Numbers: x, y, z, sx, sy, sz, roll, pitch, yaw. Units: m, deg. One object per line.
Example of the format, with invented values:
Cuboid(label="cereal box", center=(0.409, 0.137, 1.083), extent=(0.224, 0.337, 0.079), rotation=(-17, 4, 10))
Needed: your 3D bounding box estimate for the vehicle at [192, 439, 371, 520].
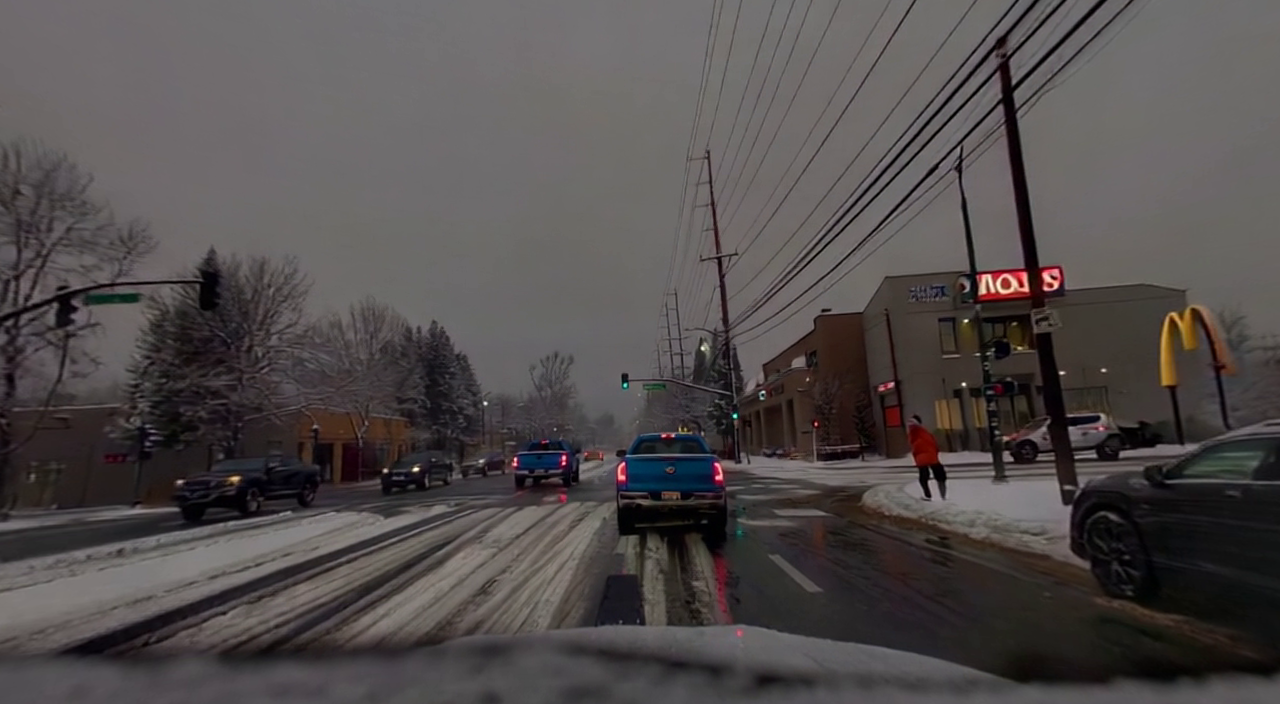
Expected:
Cuboid(label="vehicle", center=(-9.853, 3.509, 18.023), extent=(2.081, 1.925, 5.632), rotation=(1, -9, -4))

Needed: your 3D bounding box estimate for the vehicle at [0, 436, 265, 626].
Cuboid(label="vehicle", center=(-6.263, 1.666, 6.465), extent=(1.994, 1.551, 4.414), rotation=(0, -9, 1))

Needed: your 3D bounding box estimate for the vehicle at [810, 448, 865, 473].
Cuboid(label="vehicle", center=(13.078, 7.221, 42.070), extent=(2.075, 1.556, 4.585), rotation=(1, -9, -2))

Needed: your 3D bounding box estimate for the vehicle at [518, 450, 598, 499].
Cuboid(label="vehicle", center=(-2.848, 4.390, 22.984), extent=(1.995, 1.554, 4.618), rotation=(0, -9, 4))

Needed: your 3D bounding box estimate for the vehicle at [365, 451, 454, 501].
Cuboid(label="vehicle", center=(-9.170, 4.928, 25.476), extent=(1.961, 1.814, 4.418), rotation=(0, -9, -1))

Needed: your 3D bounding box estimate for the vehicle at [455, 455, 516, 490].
Cuboid(label="vehicle", center=(-9.399, 7.349, 38.823), extent=(2.231, 1.902, 5.775), rotation=(0, -9, 0))

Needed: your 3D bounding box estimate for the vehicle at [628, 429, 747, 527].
Cuboid(label="vehicle", center=(1.057, 2.583, 13.514), extent=(2.089, 1.699, 4.650), rotation=(-1, -9, 6))

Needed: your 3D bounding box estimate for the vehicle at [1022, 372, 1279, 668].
Cuboid(label="vehicle", center=(5.001, 1.121, 4.376), extent=(1.974, 1.823, 4.576), rotation=(0, -9, 3))

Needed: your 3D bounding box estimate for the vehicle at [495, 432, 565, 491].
Cuboid(label="vehicle", center=(-6.066, 6.157, 35.827), extent=(2.619, 2.948, 7.193), rotation=(0, -9, 0))
